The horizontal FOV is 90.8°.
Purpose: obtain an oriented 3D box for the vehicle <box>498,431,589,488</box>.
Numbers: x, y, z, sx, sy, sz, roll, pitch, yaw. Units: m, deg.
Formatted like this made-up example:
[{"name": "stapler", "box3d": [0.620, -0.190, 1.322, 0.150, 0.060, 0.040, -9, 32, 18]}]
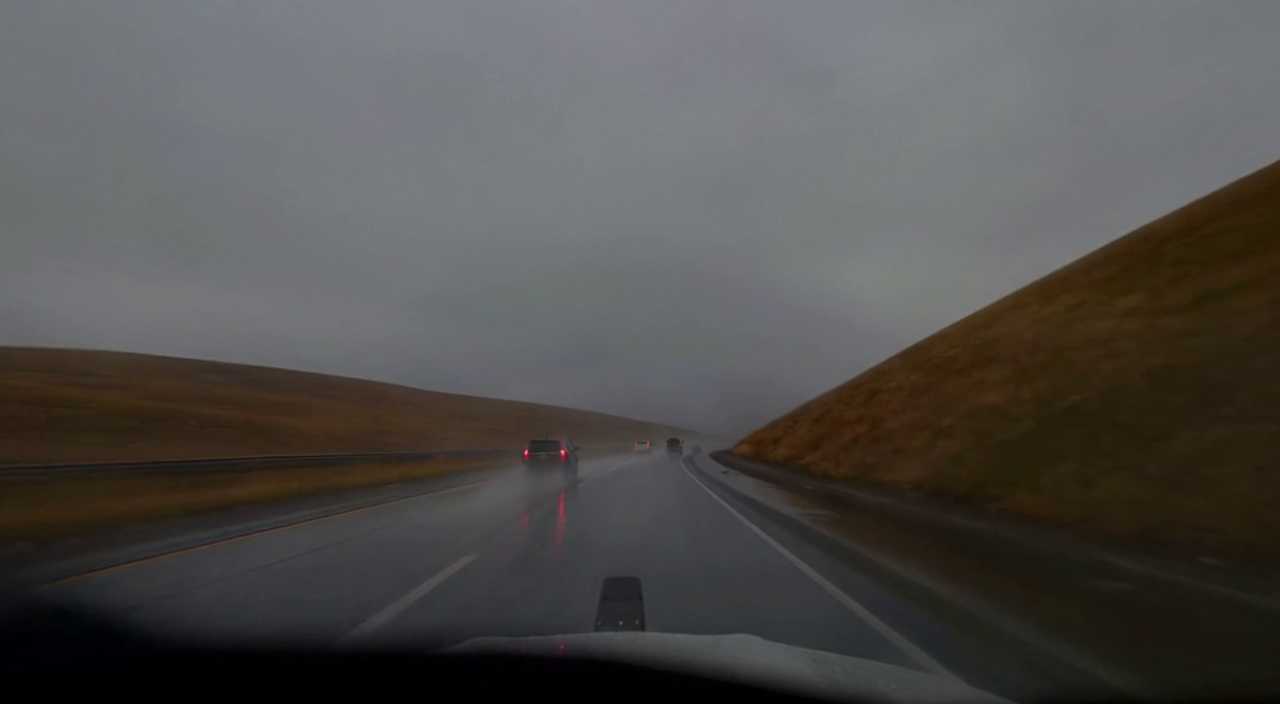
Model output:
[{"name": "vehicle", "box3d": [-3.183, 3.684, 21.938, 2.252, 1.743, 4.560, 0, -8, 2]}]
